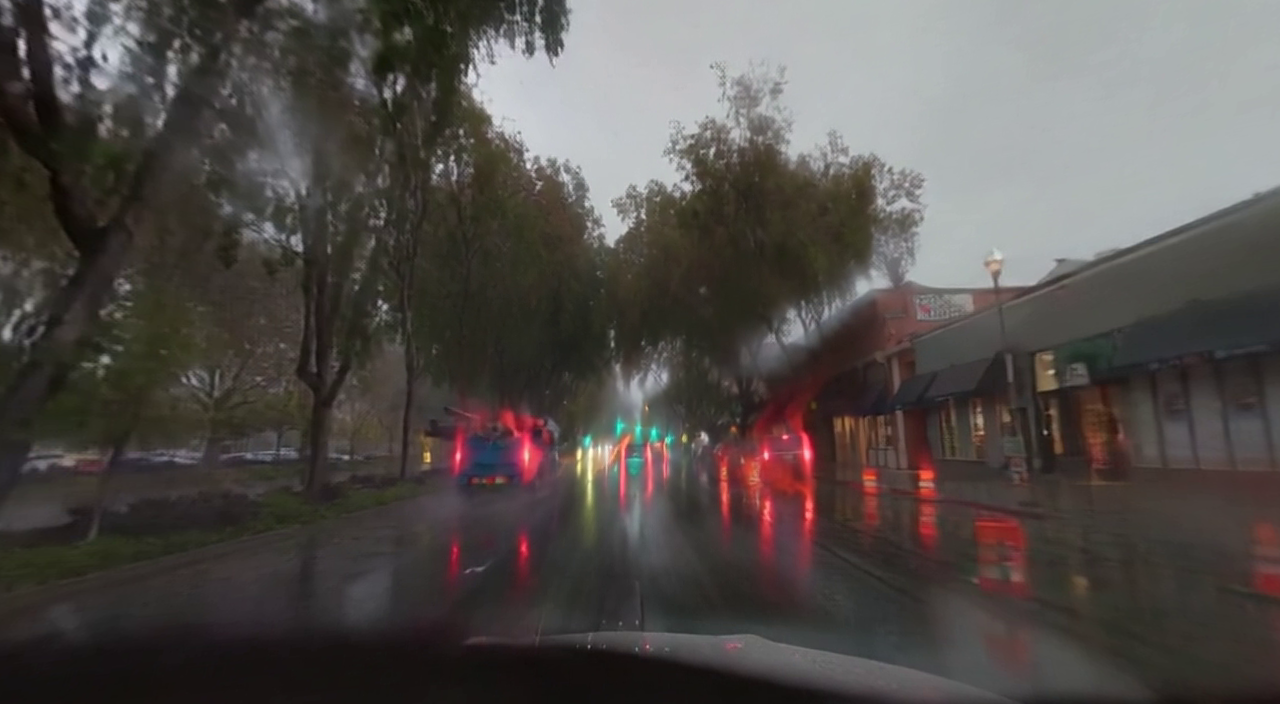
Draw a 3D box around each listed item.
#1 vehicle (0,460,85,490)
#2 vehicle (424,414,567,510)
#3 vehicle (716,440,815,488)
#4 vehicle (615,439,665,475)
[{"bbox_3d":[-34.801,6.980,36.091,1.876,1.470,4.711,0,-9,0],"label":"vehicle"},{"bbox_3d":[-3.467,2.814,16.611,2.424,2.063,5.678,0,-9,0],"label":"vehicle"},{"bbox_3d":[4.520,4.100,23.551,2.082,1.601,4.451,1,-9,-10],"label":"vehicle"},{"bbox_3d":[-0.049,5.448,32.994,2.413,1.748,4.406,0,-9,-1],"label":"vehicle"}]
